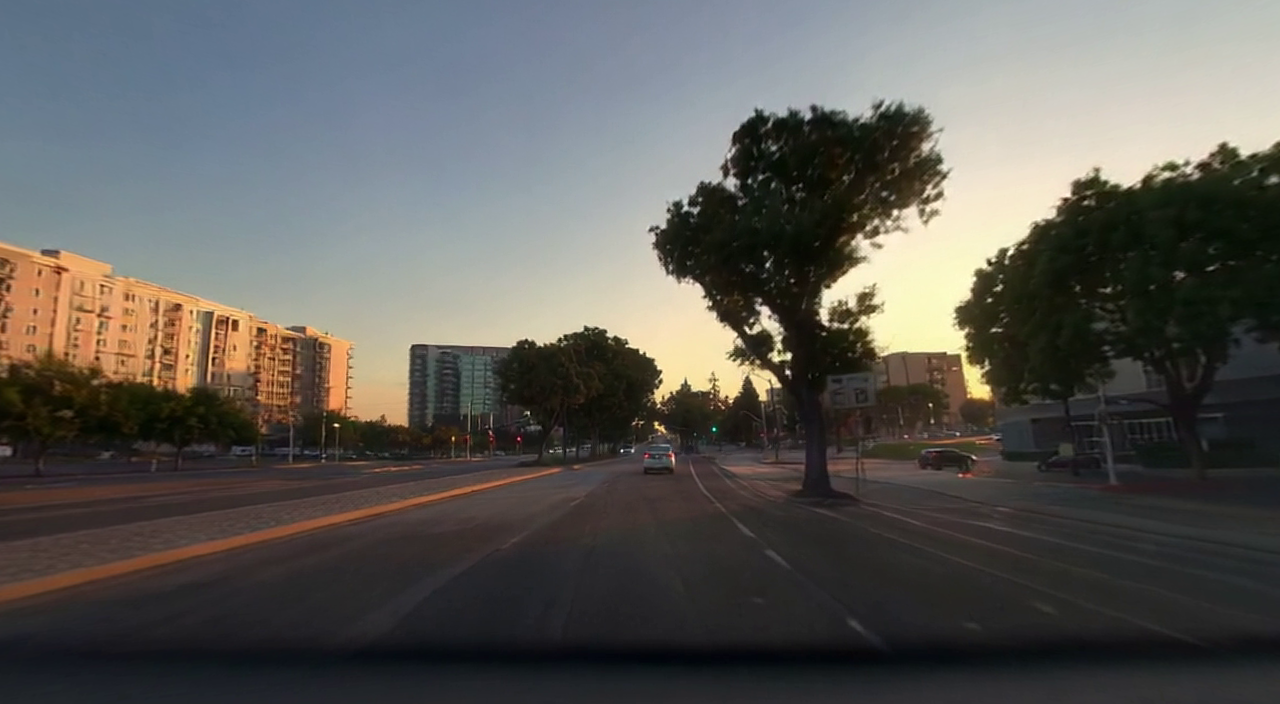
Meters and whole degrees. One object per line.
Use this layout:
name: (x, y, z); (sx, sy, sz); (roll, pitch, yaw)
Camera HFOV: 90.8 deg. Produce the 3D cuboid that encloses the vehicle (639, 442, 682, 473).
vehicle: (1.089, 5.572, 33.633); (2.133, 1.481, 4.276); (-1, -8, 2)
